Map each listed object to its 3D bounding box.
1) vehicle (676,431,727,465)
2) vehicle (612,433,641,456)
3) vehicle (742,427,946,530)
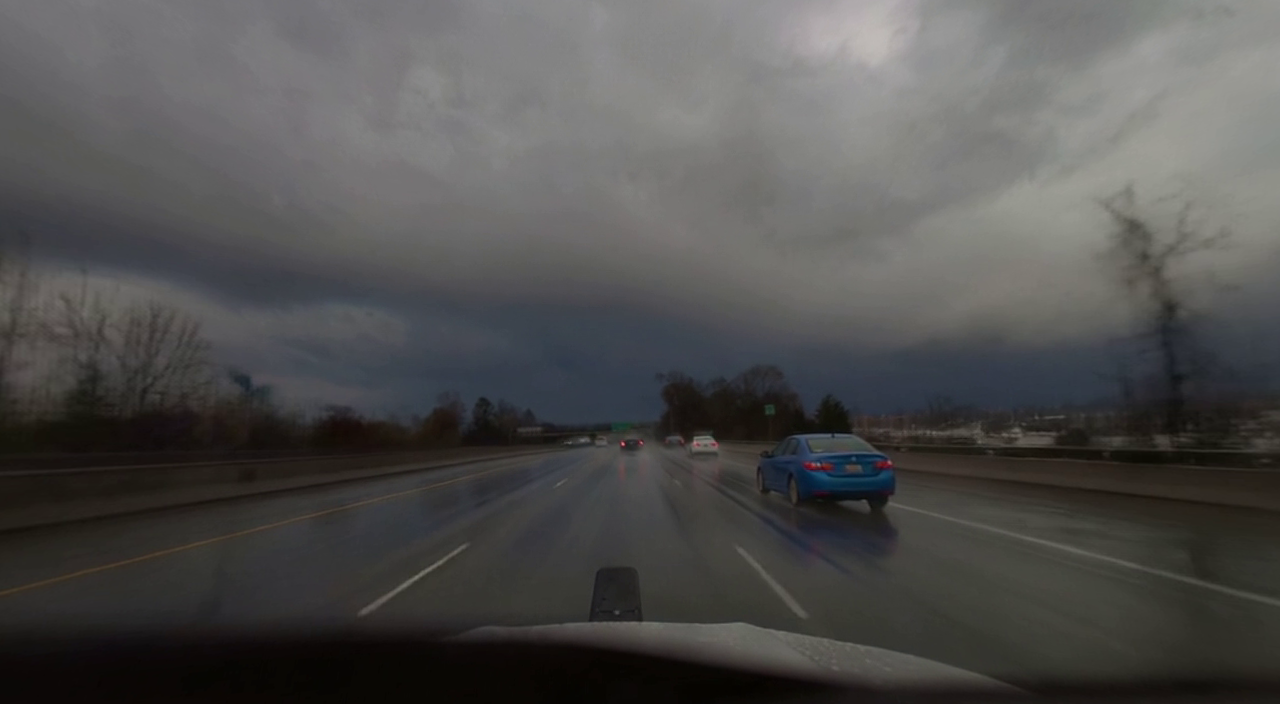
[{"bbox_3d":[3.180,5.089,33.538,2.098,1.677,4.275,0,-8,-2],"label":"vehicle"},{"bbox_3d":[-1.097,7.246,49.291,2.182,1.680,4.253,0,-8,-2],"label":"vehicle"},{"bbox_3d":[3.376,2.175,11.599,2.056,1.479,4.660,0,-8,-2],"label":"vehicle"}]
